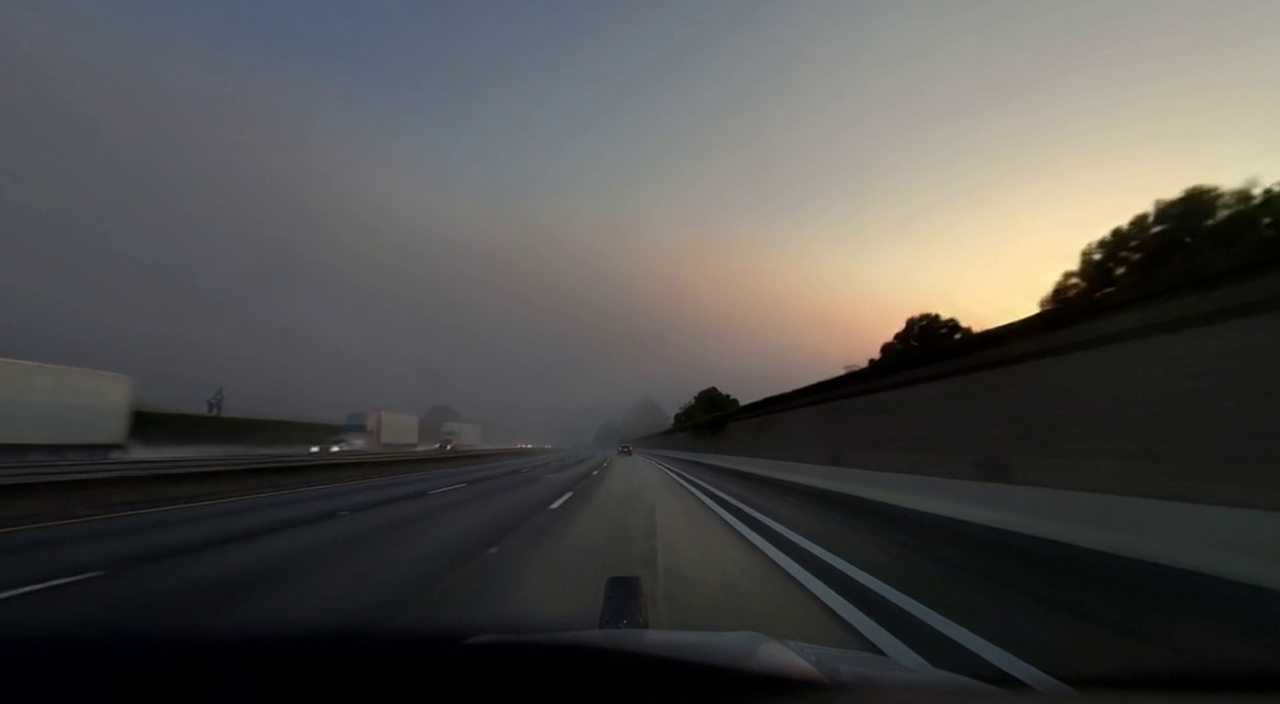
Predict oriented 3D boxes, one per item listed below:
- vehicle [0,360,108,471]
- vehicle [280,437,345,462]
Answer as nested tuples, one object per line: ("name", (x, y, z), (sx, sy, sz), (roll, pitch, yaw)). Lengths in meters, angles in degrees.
("vehicle", (-25.188, 1.974, 20.850), (2.903, 4.069, 13.982), (0, -9, -1))
("vehicle", (-21.321, 6.355, 41.083), (1.829, 1.517, 4.576), (0, -9, -1))
